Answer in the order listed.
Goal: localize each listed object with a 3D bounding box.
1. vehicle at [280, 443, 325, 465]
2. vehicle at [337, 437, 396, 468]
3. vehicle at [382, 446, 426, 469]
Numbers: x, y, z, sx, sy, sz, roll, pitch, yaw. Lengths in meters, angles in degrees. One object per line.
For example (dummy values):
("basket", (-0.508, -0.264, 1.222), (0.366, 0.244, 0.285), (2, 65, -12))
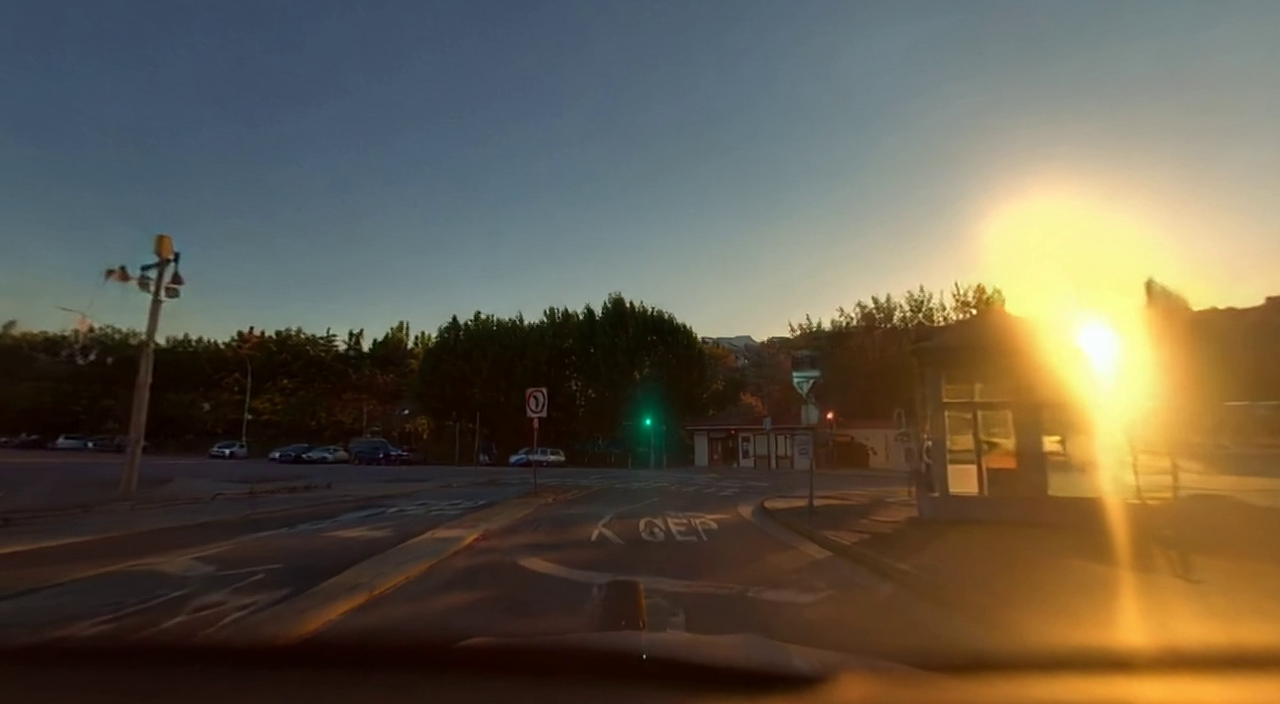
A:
("vehicle", (-24.544, 7.443, 45.748), (1.771, 1.510, 3.545), (2, -9, -9))
("vehicle", (-18.214, 6.695, 42.100), (2.337, 1.934, 4.843), (1, -9, -8))
("vehicle", (-15.213, 6.797, 40.611), (1.789, 1.399, 4.236), (2, -9, -9))
